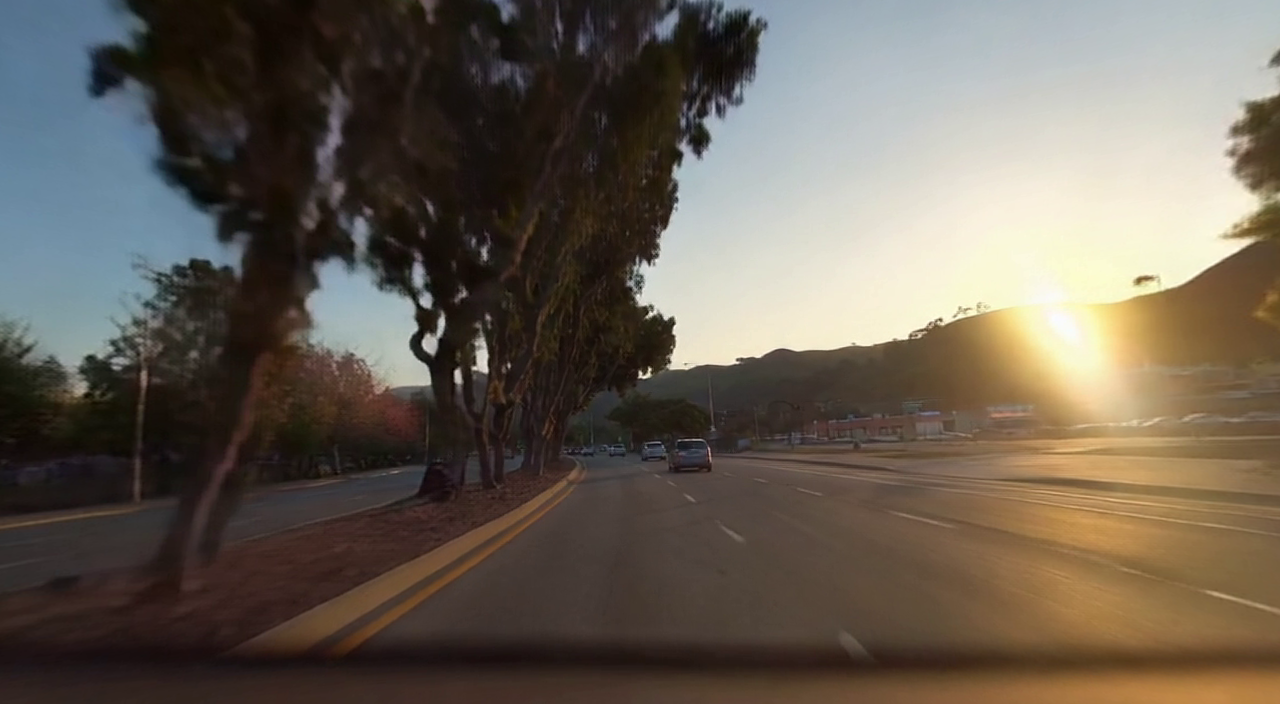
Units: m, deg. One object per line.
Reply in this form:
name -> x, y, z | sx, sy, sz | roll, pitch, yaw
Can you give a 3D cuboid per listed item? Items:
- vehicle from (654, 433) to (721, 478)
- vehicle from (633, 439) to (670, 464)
vehicle -> 1.945, 4.458, 27.347 | 2.253, 1.756, 4.313 | 0, -8, -4
vehicle -> 0.798, 7.598, 48.163 | 2.210, 1.788, 4.293 | 1, -9, -8
